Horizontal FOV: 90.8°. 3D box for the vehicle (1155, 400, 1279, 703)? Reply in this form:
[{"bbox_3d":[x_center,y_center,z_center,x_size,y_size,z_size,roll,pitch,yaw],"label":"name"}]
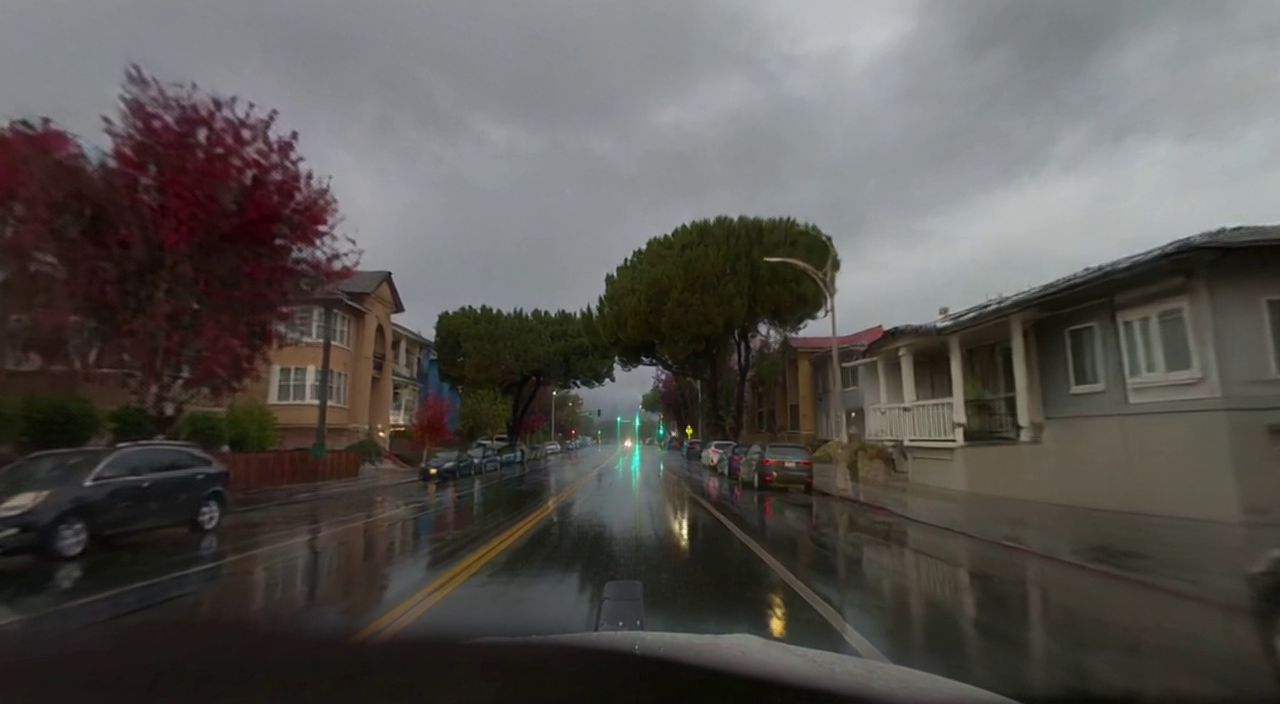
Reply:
[{"bbox_3d":[4.398,0.881,1.840,2.034,1.674,4.271,0,-8,-3],"label":"vehicle"}]

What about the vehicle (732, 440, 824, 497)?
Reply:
[{"bbox_3d":[4.096,3.499,19.427,1.845,1.556,3.929,0,-8,-1],"label":"vehicle"}]

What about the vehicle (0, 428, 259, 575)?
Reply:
[{"bbox_3d":[-8.110,2.160,9.709,1.932,1.708,4.460,-1,-10,-4],"label":"vehicle"}]

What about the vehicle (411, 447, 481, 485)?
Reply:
[{"bbox_3d":[-8.221,4.834,27.135,1.852,1.482,3.916,-1,-9,-1],"label":"vehicle"}]

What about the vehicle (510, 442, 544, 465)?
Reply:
[{"bbox_3d":[-8.369,7.496,47.024,1.883,1.565,3.655,-2,-8,-1],"label":"vehicle"}]
